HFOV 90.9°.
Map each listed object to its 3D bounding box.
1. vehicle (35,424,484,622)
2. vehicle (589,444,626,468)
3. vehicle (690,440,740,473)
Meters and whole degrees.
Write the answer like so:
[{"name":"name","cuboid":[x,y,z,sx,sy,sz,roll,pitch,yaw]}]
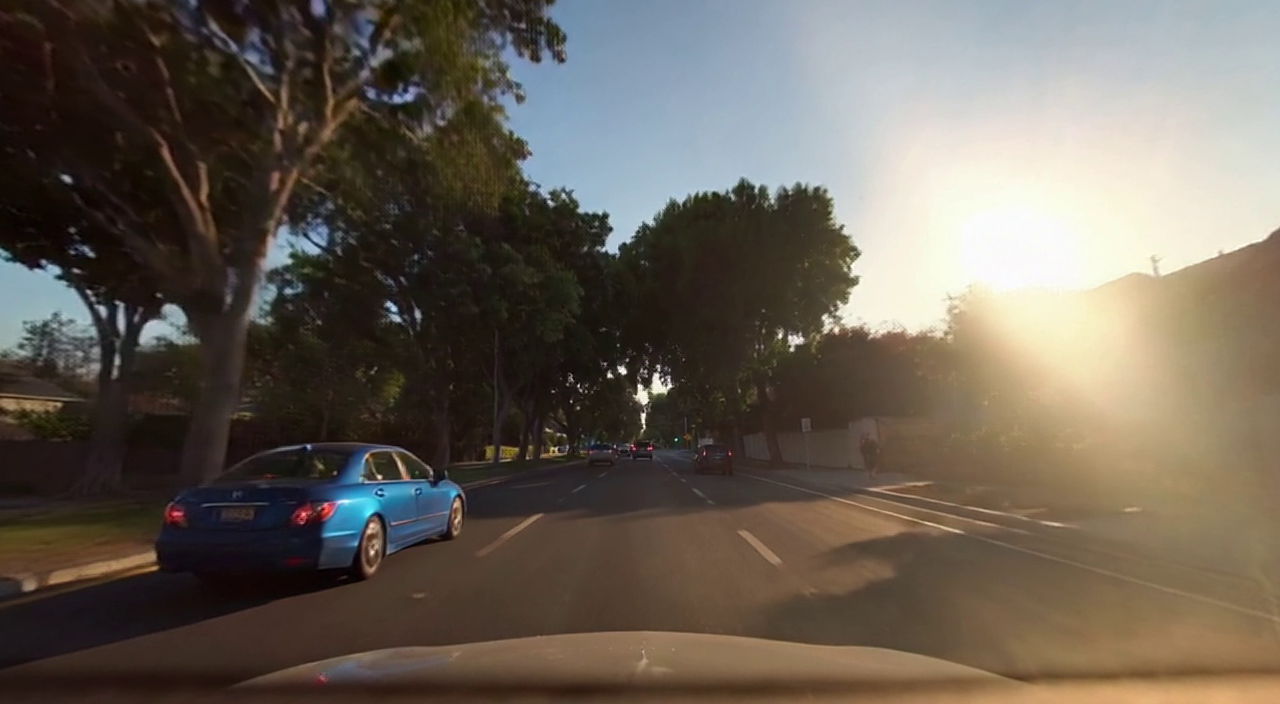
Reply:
[{"name":"vehicle","cuboid":[-3.559,1.691,7.405,2.091,1.503,4.989,0,-8,1]},{"name":"vehicle","cuboid":[-2.039,6.726,40.936,1.940,1.473,4.133,-1,-9,4]},{"name":"vehicle","cuboid":[4.014,5.671,34.441,2.182,1.688,4.187,0,-9,0]}]
